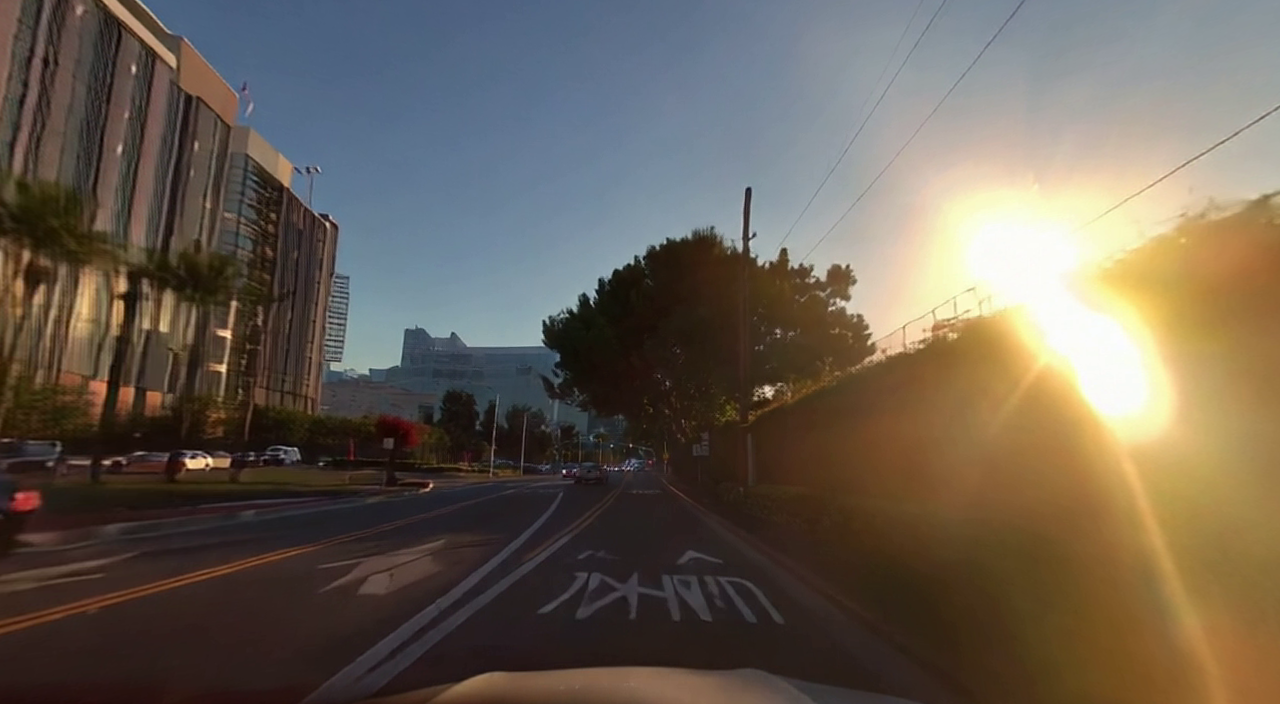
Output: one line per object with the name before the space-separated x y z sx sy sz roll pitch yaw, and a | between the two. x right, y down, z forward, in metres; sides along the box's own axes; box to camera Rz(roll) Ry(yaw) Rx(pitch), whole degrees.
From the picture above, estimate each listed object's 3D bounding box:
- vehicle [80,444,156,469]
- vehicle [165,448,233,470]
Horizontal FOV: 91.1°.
vehicle | -32.677 6.541 39.318 3.977 1.439 1.775 -3 -11 20
vehicle | -30.846 7.479 43.967 3.795 1.474 1.828 -3 -11 19
